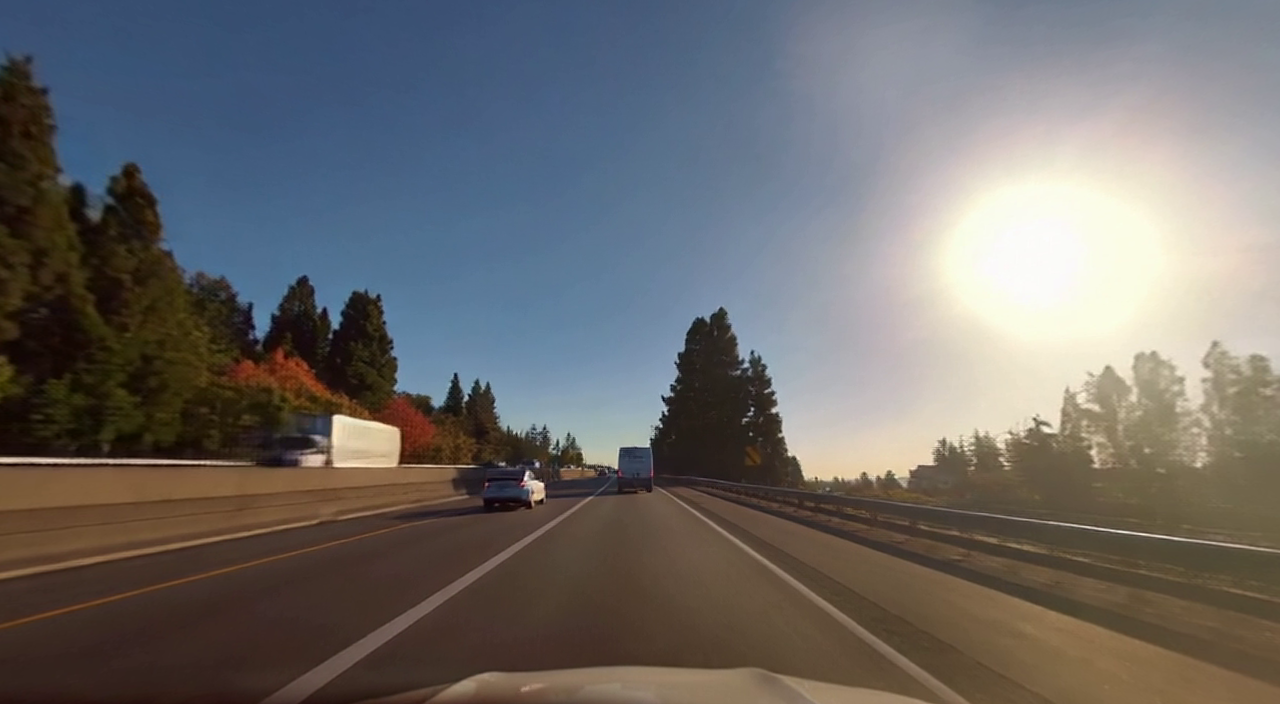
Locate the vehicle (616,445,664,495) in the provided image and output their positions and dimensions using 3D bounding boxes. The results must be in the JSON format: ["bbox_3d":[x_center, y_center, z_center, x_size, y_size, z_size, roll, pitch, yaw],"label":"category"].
[{"bbox_3d":[-0.038,6.654,35.549,2.482,2.549,5.447,1,-10,-1],"label":"vehicle"}]

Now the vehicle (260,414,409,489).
[{"bbox_3d":[-13.198,4.530,28.180,2.603,2.806,7.980,1,-10,0],"label":"vehicle"}]

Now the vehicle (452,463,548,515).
[{"bbox_3d":[-4.515,4.508,21.107,2.128,1.491,4.508,1,-10,1],"label":"vehicle"}]
